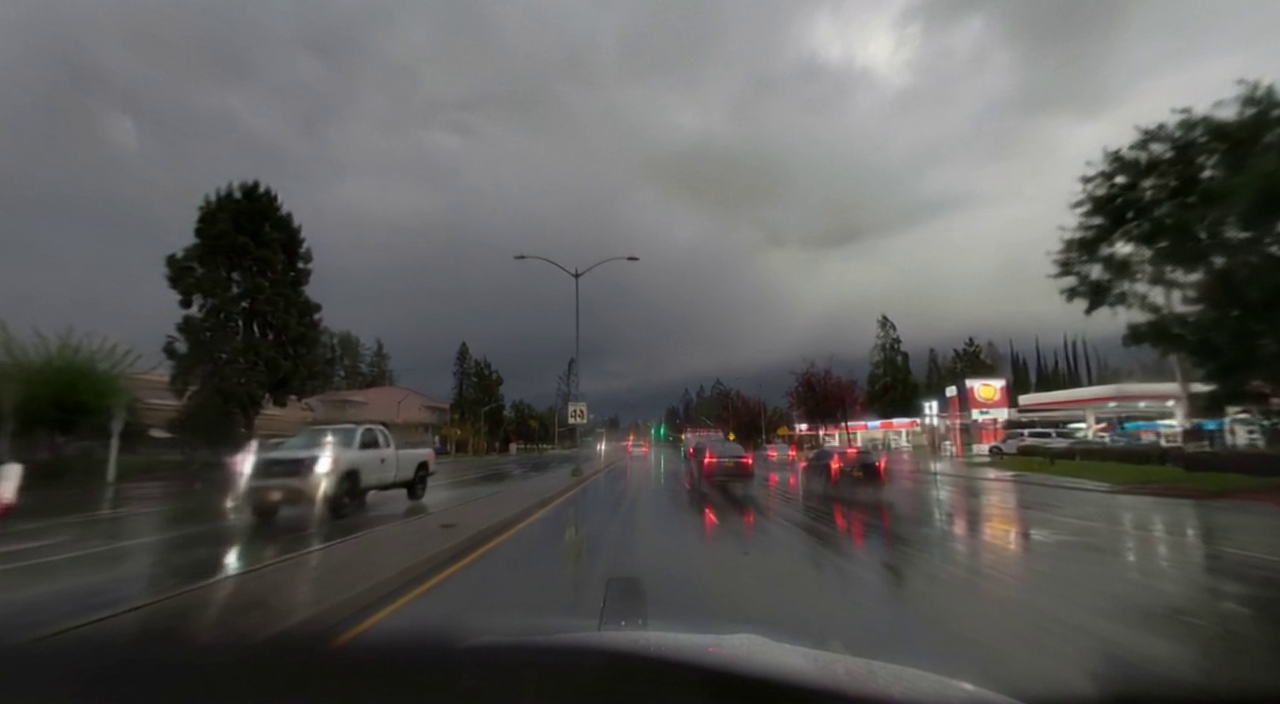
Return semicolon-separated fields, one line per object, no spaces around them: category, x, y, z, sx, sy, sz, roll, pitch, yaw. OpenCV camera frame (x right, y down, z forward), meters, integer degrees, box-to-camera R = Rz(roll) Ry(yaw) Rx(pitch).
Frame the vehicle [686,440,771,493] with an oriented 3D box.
vehicle;2.673;3.597;20.136;1.971;1.479;4.493;0;-8;-1

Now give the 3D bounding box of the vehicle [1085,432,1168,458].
vehicle;29.260;5.613;37.929;1.933;1.463;4.033;0;-8;3

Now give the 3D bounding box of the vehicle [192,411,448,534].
vehicle;-5.511;2.156;11.896;2.016;1.770;5.300;0;-8;1

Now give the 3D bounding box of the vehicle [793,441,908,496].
vehicle;6.279;3.504;19.345;1.918;1.484;4.456;0;-8;-1

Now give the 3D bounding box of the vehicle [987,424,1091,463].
vehicle;23.813;5.534;37.870;2.152;2.069;6.067;-2;-8;-1
